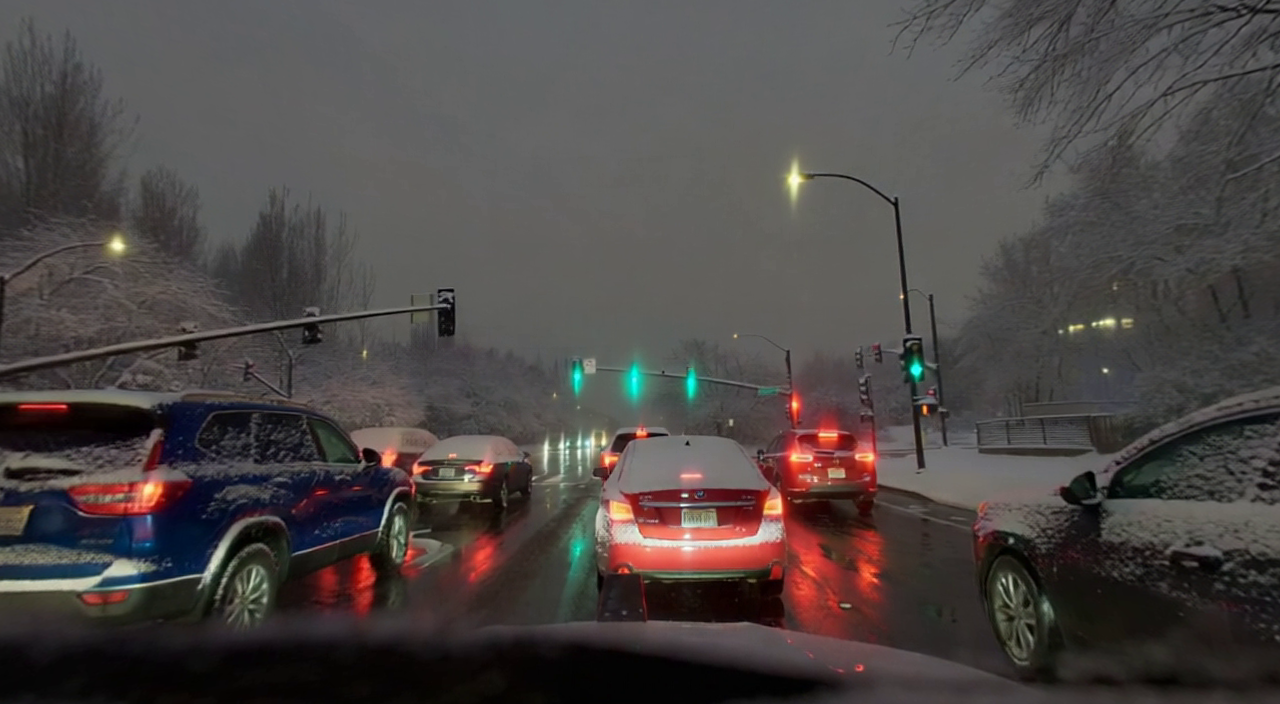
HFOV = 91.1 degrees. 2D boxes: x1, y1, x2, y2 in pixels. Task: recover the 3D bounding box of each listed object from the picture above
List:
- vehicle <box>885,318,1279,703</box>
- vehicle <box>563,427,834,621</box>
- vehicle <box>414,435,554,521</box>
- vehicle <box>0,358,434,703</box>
[{"bbox_3d":[3.042,0.917,3.043,1.880,1.747,4.500,0,-8,0],"label":"vehicle"},{"bbox_3d":[0.438,1.602,6.800,2.051,1.460,3.932,0,-8,0],"label":"vehicle"},{"bbox_3d":[-3.069,2.567,13.336,1.868,1.516,4.114,0,-8,1],"label":"vehicle"},{"bbox_3d":[-3.453,1.225,5.279,1.889,1.767,4.289,0,-8,1],"label":"vehicle"}]
